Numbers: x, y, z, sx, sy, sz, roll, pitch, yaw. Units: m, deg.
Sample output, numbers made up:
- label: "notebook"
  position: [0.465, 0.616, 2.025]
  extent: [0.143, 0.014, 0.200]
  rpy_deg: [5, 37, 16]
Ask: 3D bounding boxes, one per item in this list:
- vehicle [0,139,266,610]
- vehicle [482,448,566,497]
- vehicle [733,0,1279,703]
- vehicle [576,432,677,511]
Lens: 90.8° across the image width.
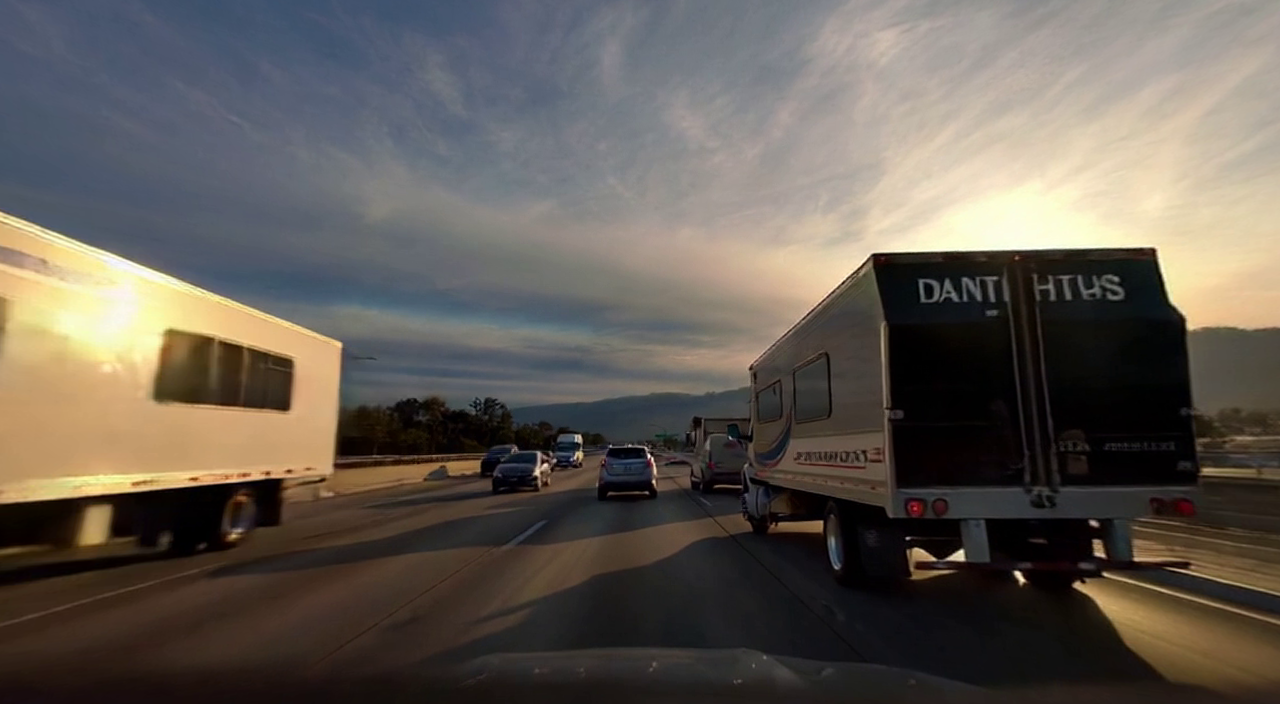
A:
- label: "vehicle"
  position: [-6.976, 0.289, 5.993]
  extent: [3.008, 3.987, 5.871]
  rpy_deg: [0, -9, 1]
- label: "vehicle"
  position: [-3.671, 3.889, 20.763]
  extent: [1.930, 1.431, 4.156]
  rpy_deg: [0, -9, 1]
- label: "vehicle"
  position: [3.223, 0.506, 6.931]
  extent: [2.936, 3.787, 8.670]
  rpy_deg: [0, -9, -1]
- label: "vehicle"
  position: [-0.327, 2.932, 15.899]
  extent: [2.201, 1.719, 4.058]
  rpy_deg: [0, -9, -1]
